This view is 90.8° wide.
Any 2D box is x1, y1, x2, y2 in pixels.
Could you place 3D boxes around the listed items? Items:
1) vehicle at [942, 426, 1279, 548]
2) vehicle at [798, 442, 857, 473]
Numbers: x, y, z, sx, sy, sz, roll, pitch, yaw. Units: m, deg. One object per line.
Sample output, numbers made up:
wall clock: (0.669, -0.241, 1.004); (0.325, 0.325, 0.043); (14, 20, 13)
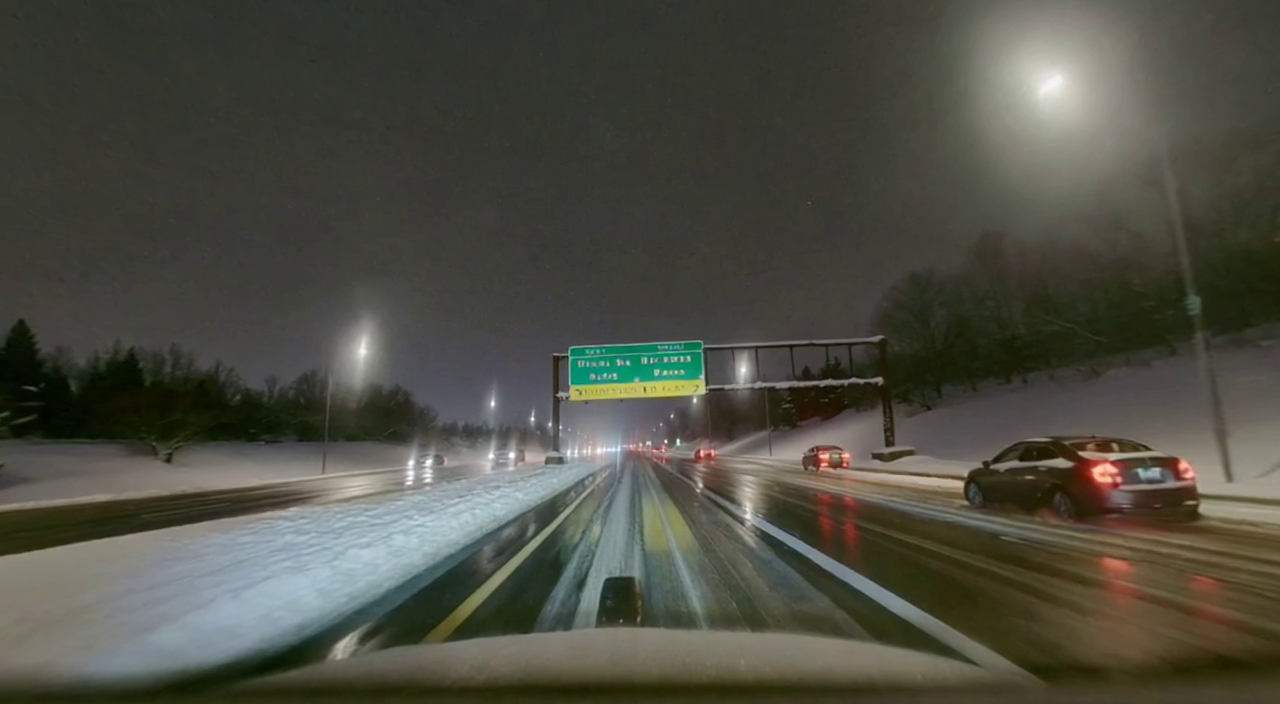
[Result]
vehicle: (7.207, 2.089, 10.529); (1.901, 1.548, 4.684); (0, -9, -2)
vehicle: (10.978, 6.177, 37.294); (2.068, 1.680, 4.361); (-1, -8, 0)
